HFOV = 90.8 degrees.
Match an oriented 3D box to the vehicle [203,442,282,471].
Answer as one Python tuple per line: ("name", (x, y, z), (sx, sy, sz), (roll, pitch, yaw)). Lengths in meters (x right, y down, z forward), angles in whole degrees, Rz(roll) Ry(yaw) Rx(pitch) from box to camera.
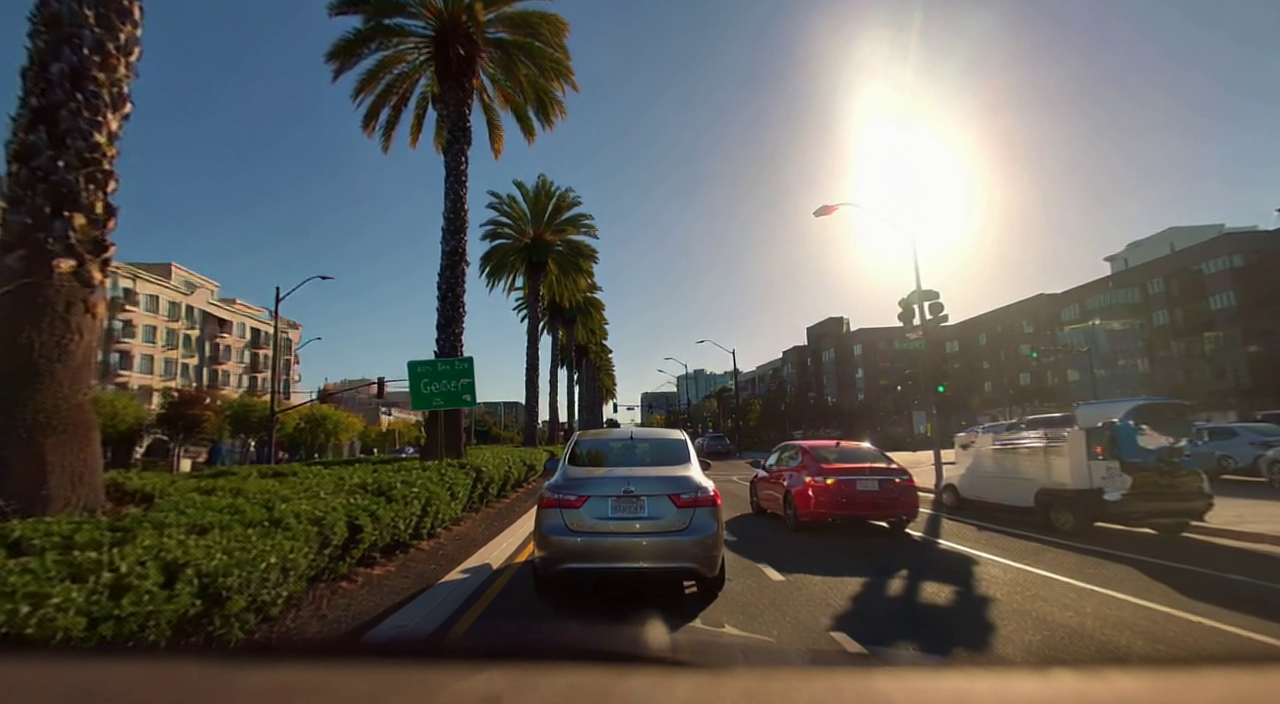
("vehicle", (-28.329, 7.438, 45.330), (2.115, 1.884, 5.481), (0, -8, 0))

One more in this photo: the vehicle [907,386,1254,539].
("vehicle", (7.180, 1.910, 11.441), (2.254, 2.072, 5.577), (0, -8, 1))

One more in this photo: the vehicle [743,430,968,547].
("vehicle", (3.083, 2.051, 10.224), (1.925, 1.451, 4.436), (0, -8, -2))

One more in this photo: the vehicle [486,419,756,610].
("vehicle", (-0.165, 1.594, 7.082), (2.158, 1.498, 3.919), (0, -8, 0))
